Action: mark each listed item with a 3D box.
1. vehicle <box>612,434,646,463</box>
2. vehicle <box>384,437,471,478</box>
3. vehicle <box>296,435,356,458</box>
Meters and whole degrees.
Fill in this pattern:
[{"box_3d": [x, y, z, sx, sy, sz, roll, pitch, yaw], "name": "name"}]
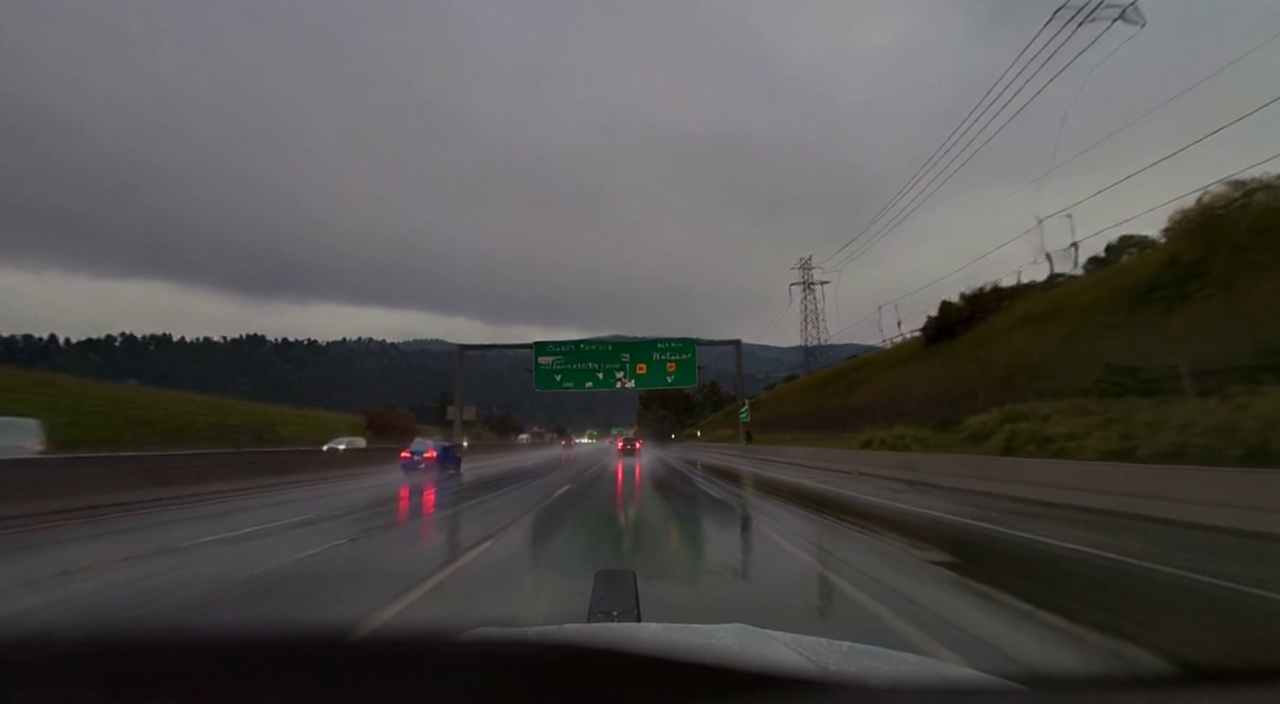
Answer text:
[{"box_3d": [-0.714, 6.189, 40.358, 2.040, 1.715, 3.906, -1, -8, -1], "name": "vehicle"}, {"box_3d": [-8.425, 4.193, 25.362, 2.047, 1.486, 4.306, -1, -8, -1], "name": "vehicle"}, {"box_3d": [-22.604, 6.824, 45.507, 1.896, 1.542, 4.581, -1, -8, 1], "name": "vehicle"}]
